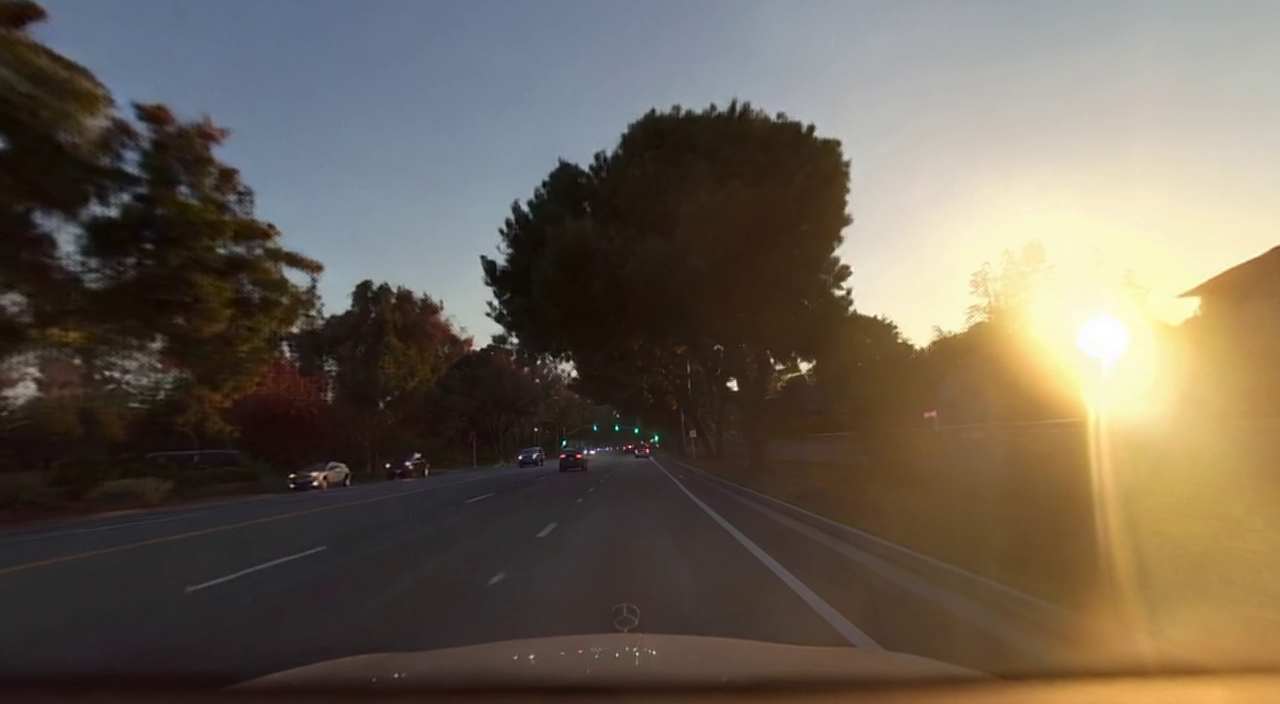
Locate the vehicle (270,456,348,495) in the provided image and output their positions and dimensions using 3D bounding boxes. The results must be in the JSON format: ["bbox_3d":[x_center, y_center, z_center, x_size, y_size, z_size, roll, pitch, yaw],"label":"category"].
[{"bbox_3d":[-17.496,6.514,33.661,1.948,1.602,4.544,-4,-7,-3],"label":"vehicle"}]

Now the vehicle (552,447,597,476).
[{"bbox_3d":[-3.486,5.910,34.269,1.992,1.447,4.044,0,-9,0],"label":"vehicle"}]

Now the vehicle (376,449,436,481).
[{"bbox_3d":[-17.406,8.373,47.275,2.255,1.987,5.723,-4,-8,1],"label":"vehicle"}]
